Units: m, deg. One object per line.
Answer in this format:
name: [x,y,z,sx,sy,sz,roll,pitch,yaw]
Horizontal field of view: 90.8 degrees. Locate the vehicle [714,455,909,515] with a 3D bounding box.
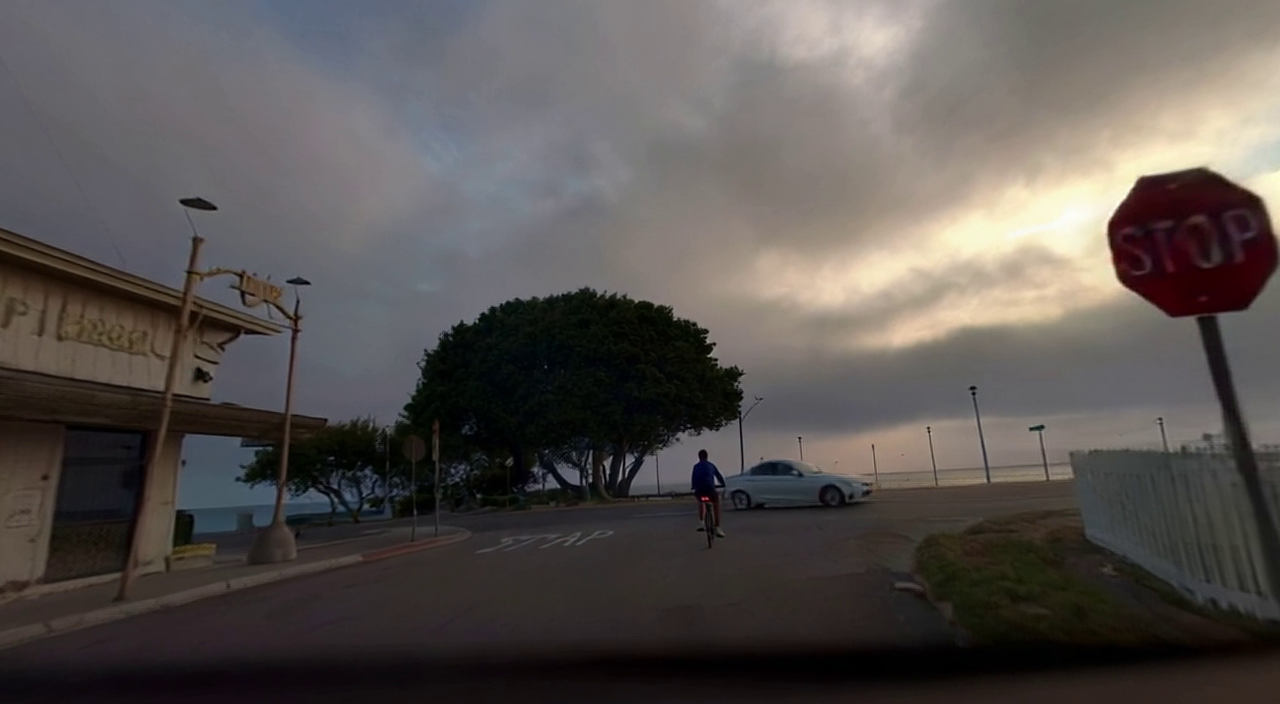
vehicle: [4.920,3.861,18.958,2.112,1.479,5.323,7,-11,-40]
